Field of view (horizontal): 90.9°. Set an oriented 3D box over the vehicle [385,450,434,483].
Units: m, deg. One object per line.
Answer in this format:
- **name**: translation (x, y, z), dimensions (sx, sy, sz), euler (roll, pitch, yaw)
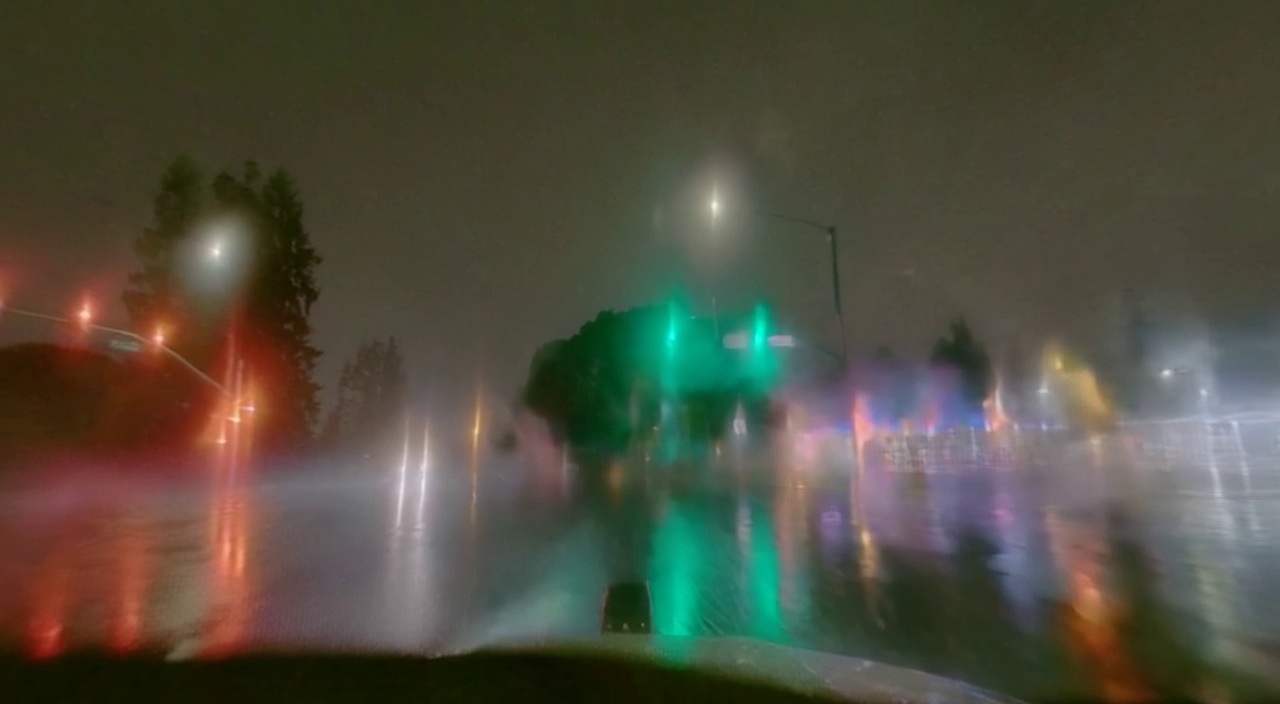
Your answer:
- **vehicle**: translation (-12.516, 6.204, 34.449), dimensions (2.048, 1.670, 4.450), euler (2, -9, -14)
